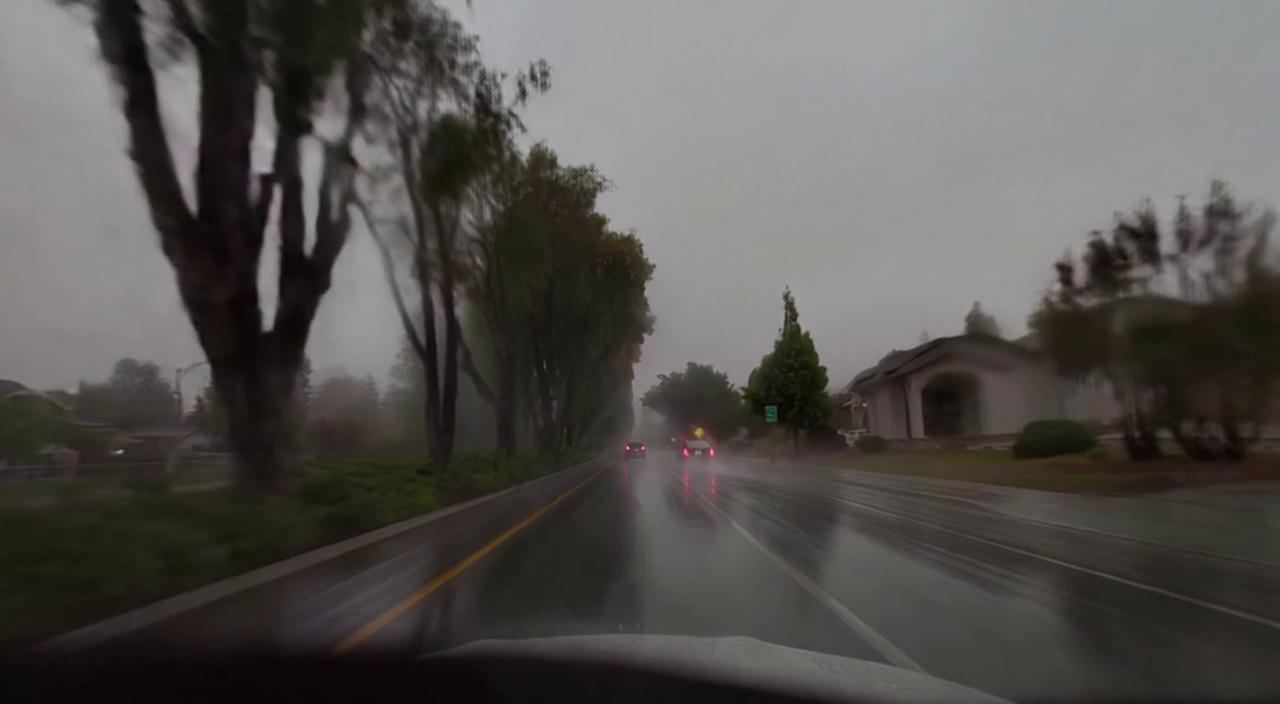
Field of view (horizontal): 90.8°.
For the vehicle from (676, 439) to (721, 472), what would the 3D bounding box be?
[{"bbox_3d":[3.067,5.520,33.770,1.888,1.640,4.044,0,-9,-2],"label":"vehicle"}]
